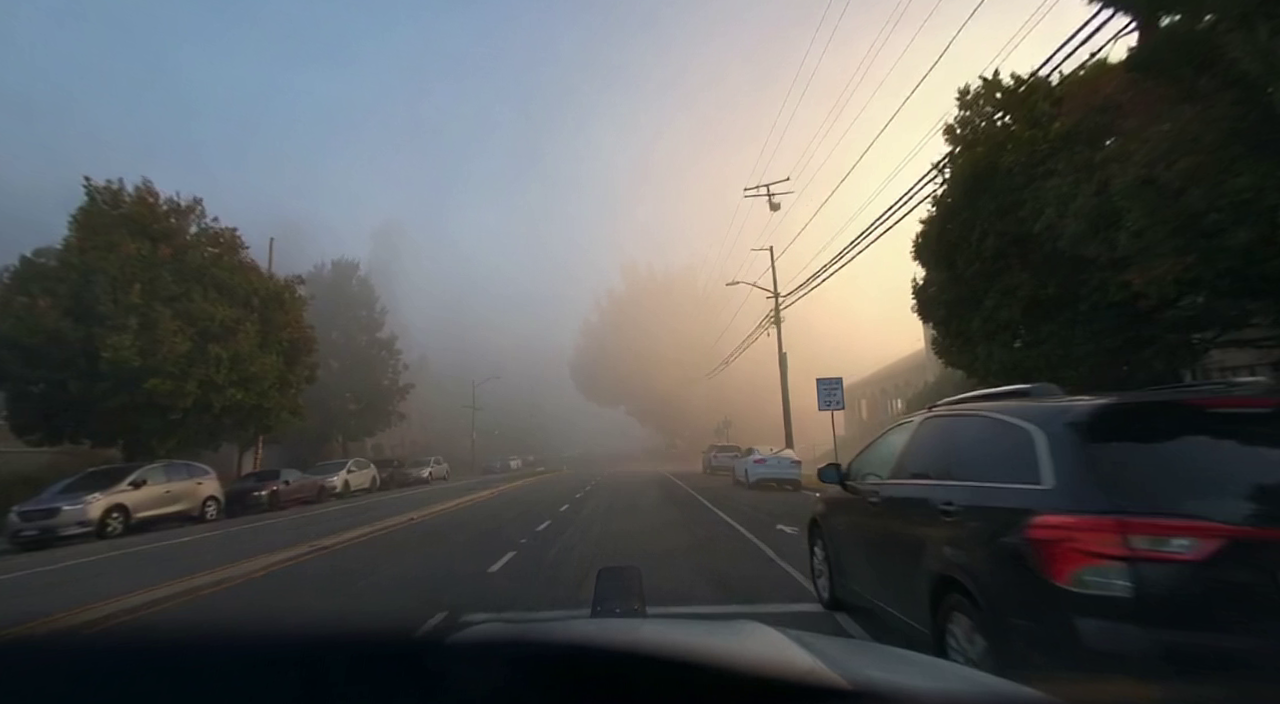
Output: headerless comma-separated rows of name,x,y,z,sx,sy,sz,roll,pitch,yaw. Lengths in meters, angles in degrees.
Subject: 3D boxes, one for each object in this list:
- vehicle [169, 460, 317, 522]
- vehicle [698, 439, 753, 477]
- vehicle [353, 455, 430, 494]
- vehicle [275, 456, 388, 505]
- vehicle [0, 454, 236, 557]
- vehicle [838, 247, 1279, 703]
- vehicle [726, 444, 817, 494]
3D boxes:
vehicle,-11.203,3.906,18.196,1.689,1.461,4.008,0,-9,-1
vehicle,4.296,5.428,32.481,2.126,1.802,4.259,0,-9,-2
vehicle,-11.034,5.443,28.365,1.804,1.513,4.450,0,-9,-3
vehicle,-11.051,4.597,23.084,1.955,1.522,4.759,0,-9,-3
vehicle,-11.054,3.060,13.372,2.061,1.737,4.370,0,-9,0
vehicle,3.986,0.829,3.546,3.500,2.118,6.308,0,-7,-2
vehicle,4.227,3.851,21.151,1.989,1.471,4.460,0,-9,-1
